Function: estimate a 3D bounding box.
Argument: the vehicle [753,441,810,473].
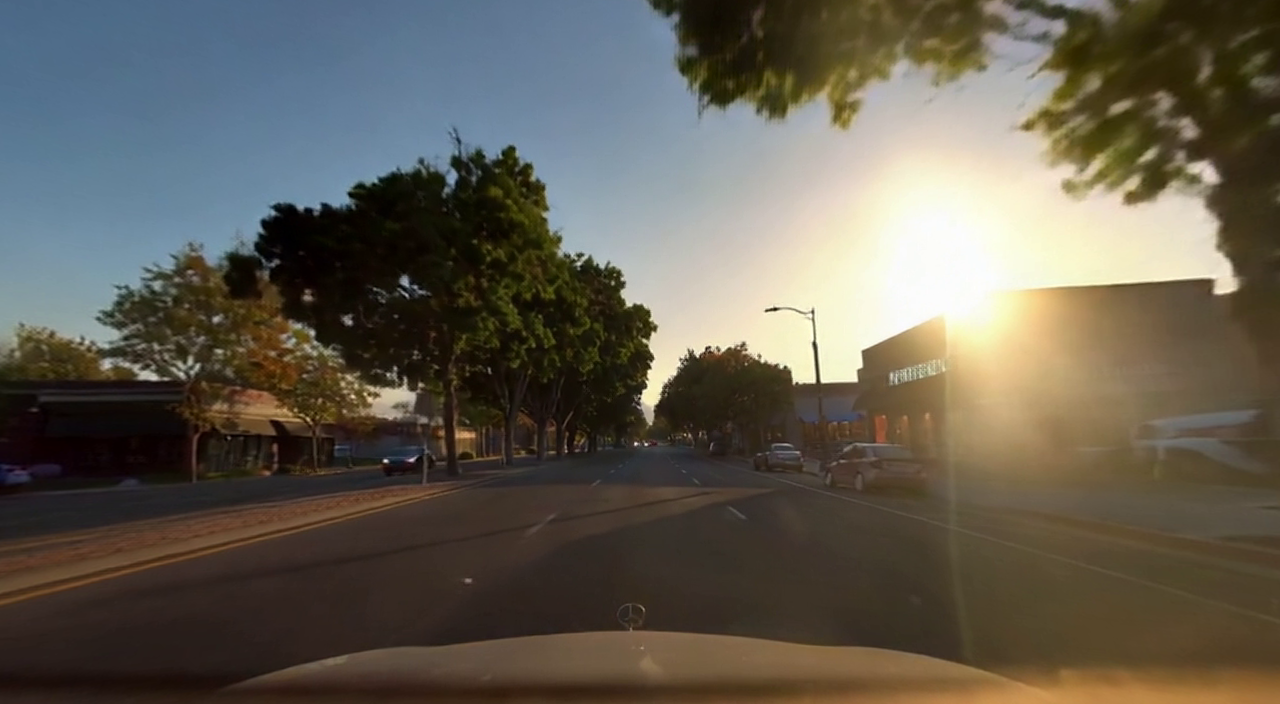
[{"bbox_3d":[7.099,5.282,32.096,1.923,1.498,4.676,0,-8,1],"label":"vehicle"}]

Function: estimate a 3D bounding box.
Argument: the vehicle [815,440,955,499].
[{"bbox_3d":[6.963,3.372,18.661,2.119,1.458,4.965,1,-8,-1],"label":"vehicle"}]
